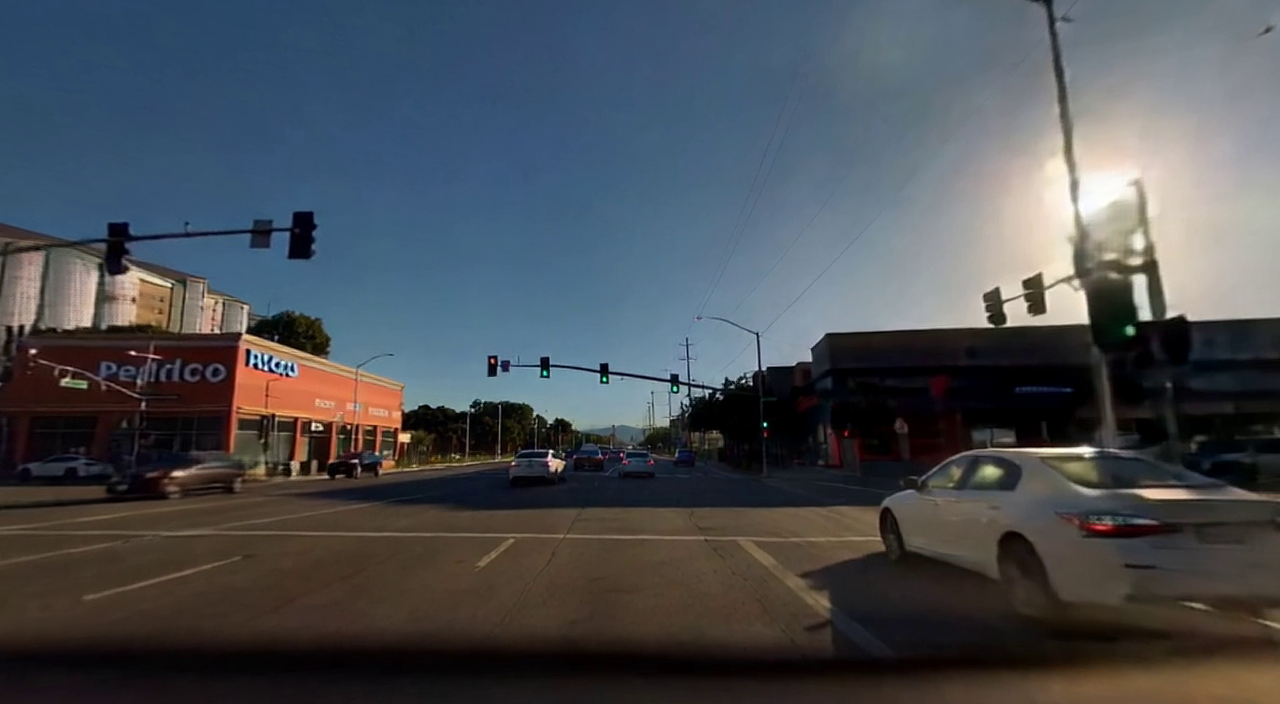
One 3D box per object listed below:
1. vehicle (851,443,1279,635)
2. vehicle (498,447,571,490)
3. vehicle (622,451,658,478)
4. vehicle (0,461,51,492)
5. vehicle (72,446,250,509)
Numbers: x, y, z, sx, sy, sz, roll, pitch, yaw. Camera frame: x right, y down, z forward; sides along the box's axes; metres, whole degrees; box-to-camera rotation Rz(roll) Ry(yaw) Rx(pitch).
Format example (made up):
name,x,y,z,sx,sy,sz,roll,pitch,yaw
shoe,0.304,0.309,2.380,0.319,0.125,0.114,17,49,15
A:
name,x,y,z,sx,sy,sz,roll,pitch,yaw
vehicle,4.417,1.836,7.471,2.119,1.479,4.910,0,-8,0
vehicle,-4.135,4.638,25.563,2.035,1.564,4.702,0,-9,1
vehicle,-0.016,6.796,38.407,2.072,1.473,4.139,0,-8,-1
vehicle,-37.059,7.200,36.574,3.931,1.653,2.134,-1,-9,7
vehicle,-13.990,3.636,18.861,1.987,1.641,4.185,0,-9,0
